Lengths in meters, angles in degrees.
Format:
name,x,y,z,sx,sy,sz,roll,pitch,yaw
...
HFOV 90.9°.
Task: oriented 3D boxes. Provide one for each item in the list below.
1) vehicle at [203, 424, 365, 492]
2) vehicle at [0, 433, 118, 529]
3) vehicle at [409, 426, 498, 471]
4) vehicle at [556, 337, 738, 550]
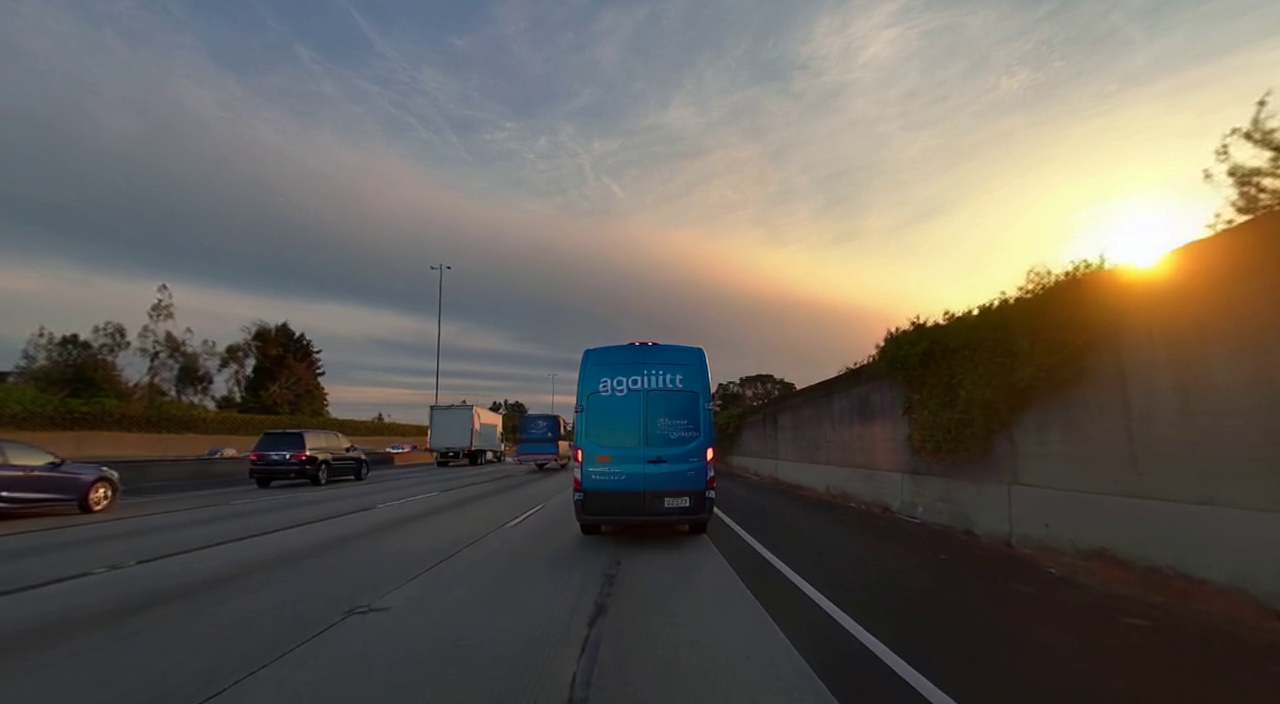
name,x,y,z,sx,sy,sz,roll,pitch,yaw
vehicle,-10.832,3.275,19.742,2.061,1.846,4.852,0,-8,3
vehicle,-11.136,2.043,9.964,1.839,1.524,4.449,0,-8,2
vehicle,-9.775,5.140,33.727,2.566,2.158,5.957,-1,-8,4
vehicle,0.157,1.631,11.376,2.316,2.738,6.398,0,-8,1
